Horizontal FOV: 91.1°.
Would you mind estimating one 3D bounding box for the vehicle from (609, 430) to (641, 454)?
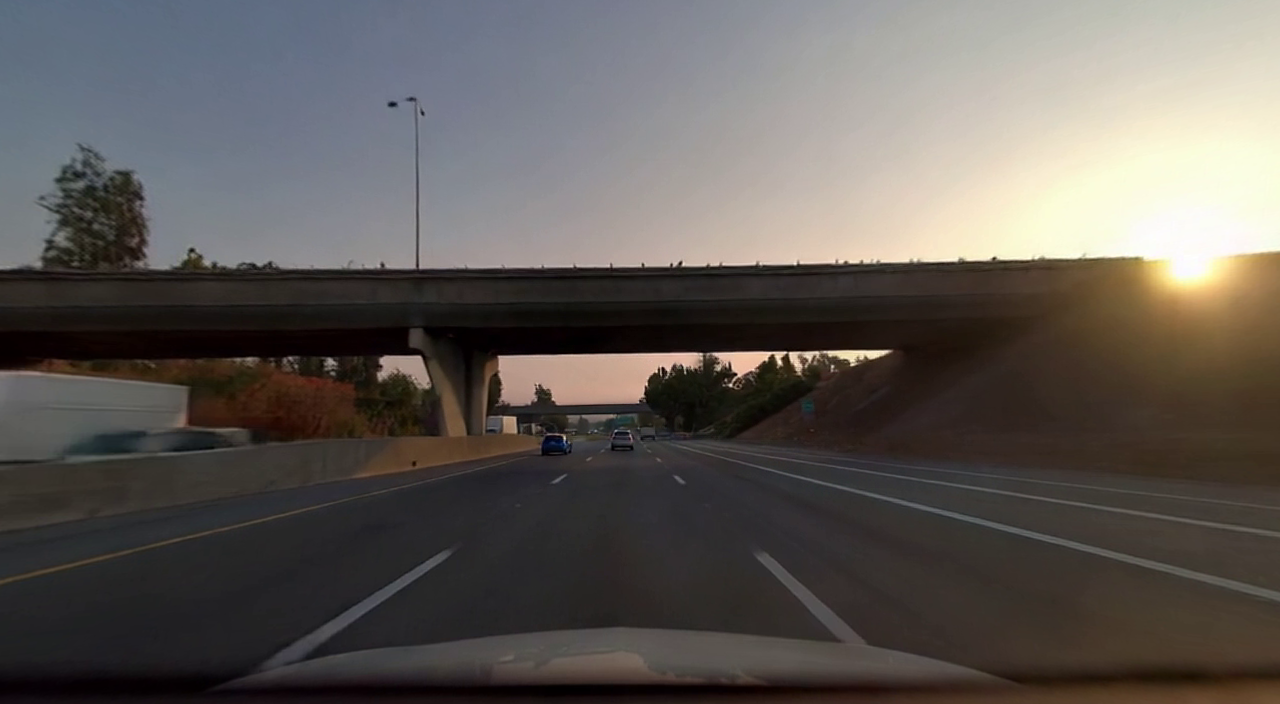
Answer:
[{"bbox_3d":[-1.018,6.302,44.170,2.116,1.625,4.004,0,-8,0],"label":"vehicle"}]

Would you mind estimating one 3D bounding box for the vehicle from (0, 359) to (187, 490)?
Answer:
[{"bbox_3d":[-20.496,2.531,21.447,2.968,3.835,9.465,0,-8,0],"label":"vehicle"}]

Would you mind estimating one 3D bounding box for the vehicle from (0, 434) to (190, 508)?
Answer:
[{"bbox_3d":[-12.843,2.656,14.612,1.875,1.479,3.819,0,-8,0],"label":"vehicle"}]

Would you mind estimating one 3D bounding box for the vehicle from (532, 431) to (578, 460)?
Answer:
[{"bbox_3d":[-4.792,5.342,36.209,2.017,1.537,4.496,0,-8,0],"label":"vehicle"}]
